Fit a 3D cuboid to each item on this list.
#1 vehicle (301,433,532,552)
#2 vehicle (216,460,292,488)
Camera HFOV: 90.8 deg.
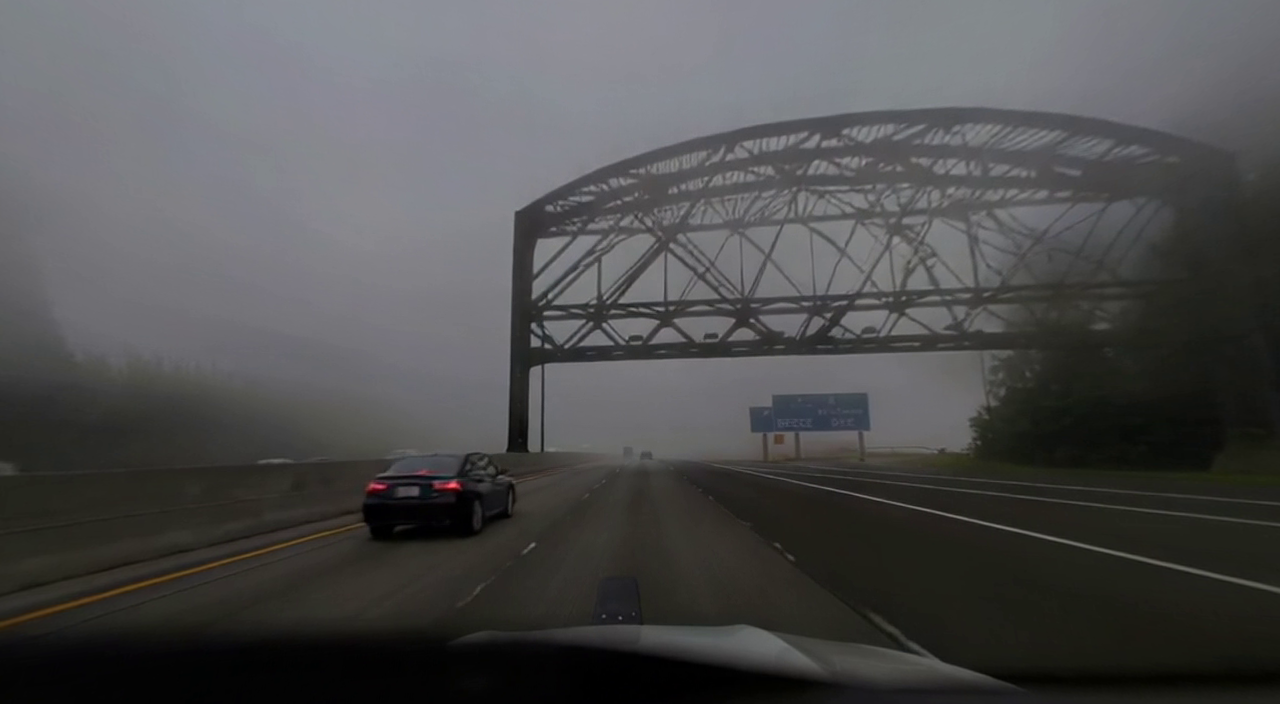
[{"bbox_3d":[-3.314,2.192,10.541,2.180,1.537,4.459,0,-9,1],"label":"vehicle"},{"bbox_3d":[-22.541,7.105,37.042,1.793,1.437,4.057,0,-9,1],"label":"vehicle"}]
